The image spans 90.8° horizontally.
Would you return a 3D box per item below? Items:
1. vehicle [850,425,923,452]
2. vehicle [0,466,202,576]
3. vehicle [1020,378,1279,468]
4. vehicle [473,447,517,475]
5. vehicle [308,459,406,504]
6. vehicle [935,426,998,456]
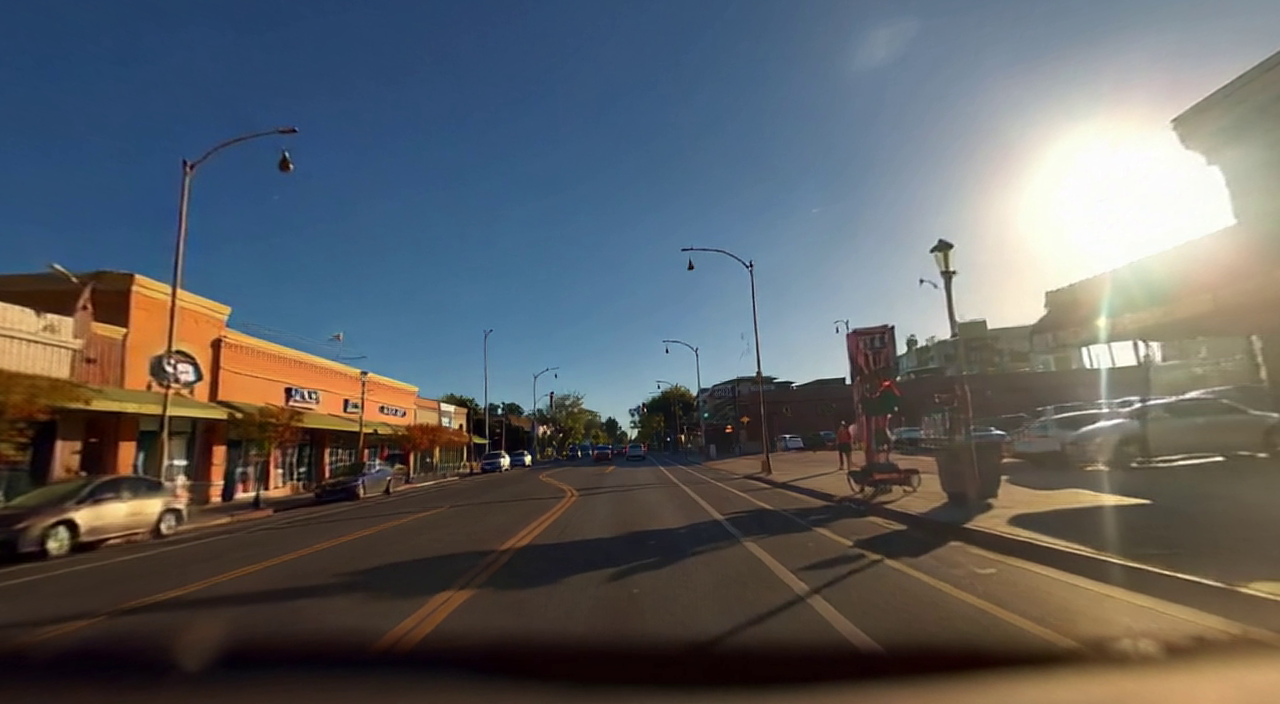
[{"bbox_3d":[16.948,5.976,43.562,4.135,1.753,2.122,-1,-9,1],"label":"vehicle"},{"bbox_3d":[-10.855,3.071,12.178,1.837,1.586,4.155,0,-8,0],"label":"vehicle"},{"bbox_3d":[12.862,1.930,16.500,2.532,1.997,5.001,0,-8,-3],"label":"vehicle"},{"bbox_3d":[-10.843,8.134,47.516,2.033,1.930,4.786,-1,-8,2],"label":"vehicle"},{"bbox_3d":[-11.003,5.034,24.958,1.828,1.470,4.523,0,-8,0],"label":"vehicle"},{"bbox_3d":[17.102,4.693,33.294,1.773,1.446,4.421,-3,-8,12],"label":"vehicle"}]
